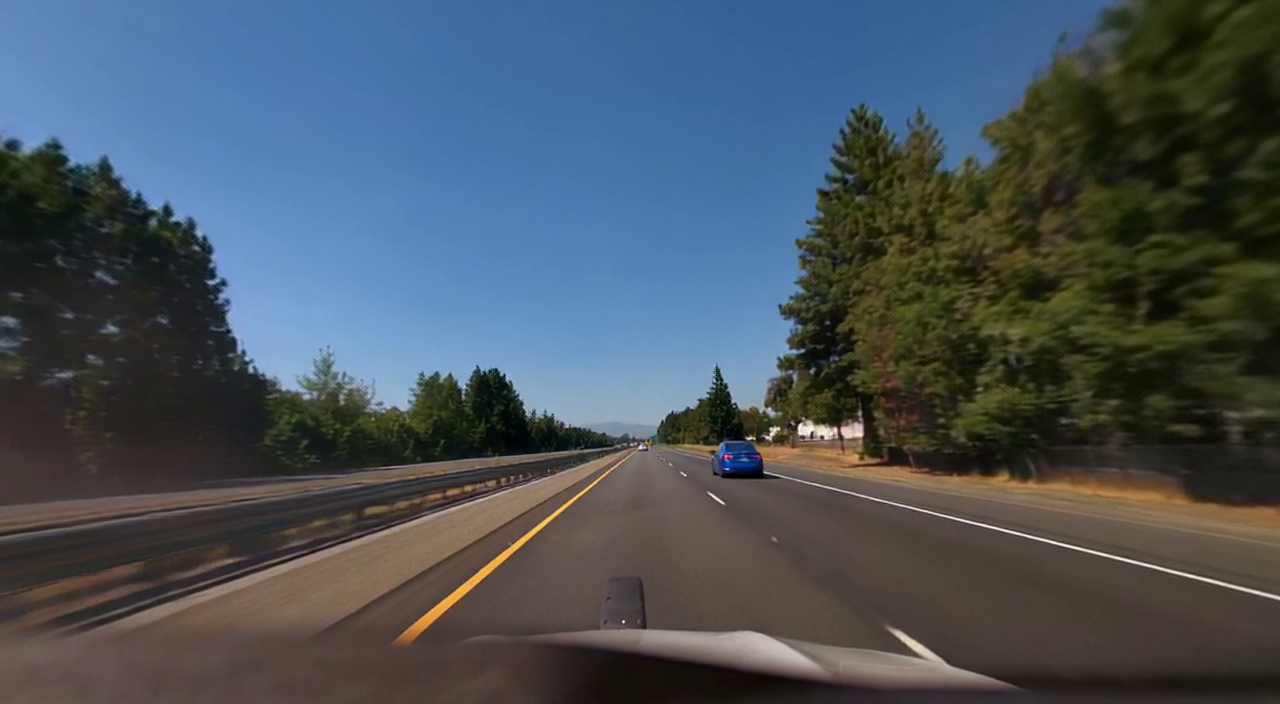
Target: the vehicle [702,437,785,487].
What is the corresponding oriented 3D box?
[{"bbox_3d":[3.440,3.739,21.702,2.079,1.531,3.997,0,-8,-1],"label":"vehicle"}]
